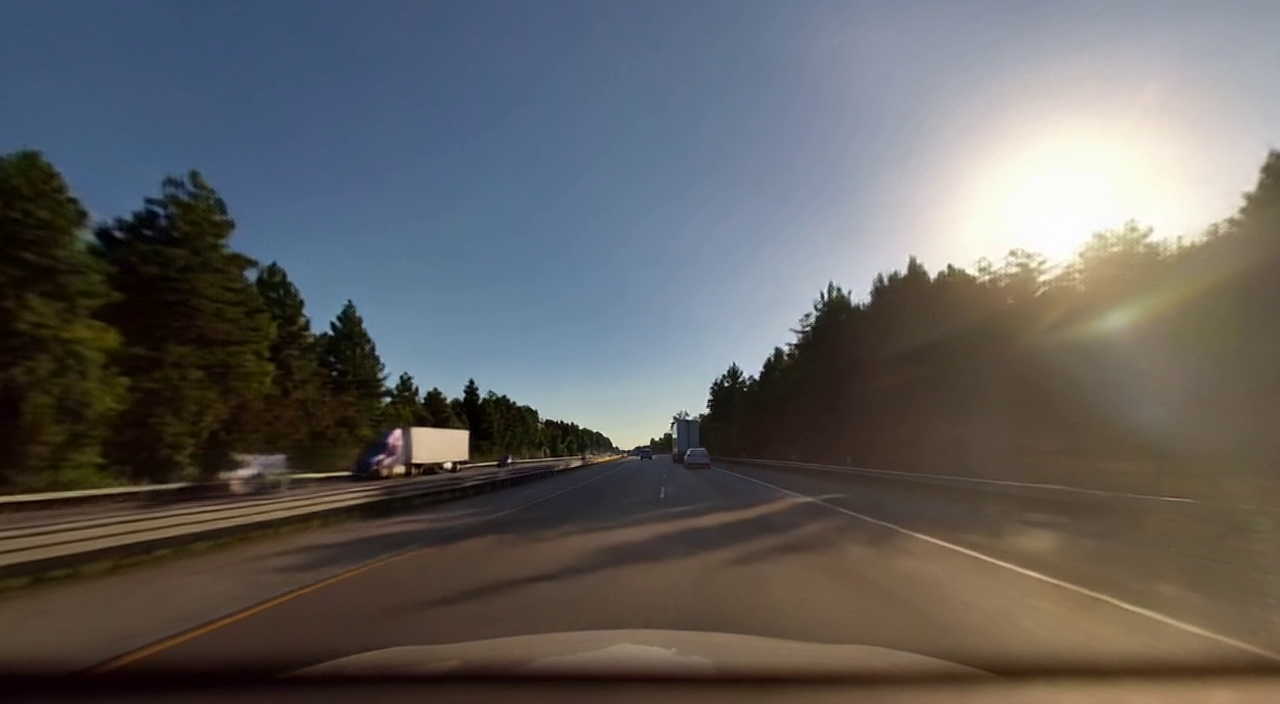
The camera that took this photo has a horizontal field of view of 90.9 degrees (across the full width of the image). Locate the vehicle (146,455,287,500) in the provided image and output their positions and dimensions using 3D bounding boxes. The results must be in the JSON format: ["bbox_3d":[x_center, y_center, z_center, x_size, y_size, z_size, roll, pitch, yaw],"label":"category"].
[{"bbox_3d":[-16.144,4.770,24.339,2.397,1.546,4.216,0,-9,2],"label":"vehicle"}]

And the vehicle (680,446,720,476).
[{"bbox_3d":[3.486,6.414,37.400,2.096,1.653,4.185,0,-9,2],"label":"vehicle"}]

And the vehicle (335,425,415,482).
[{"bbox_3d":[-19.285,7.436,46.368,3.014,3.887,5.930,0,-9,2],"label":"vehicle"}]
